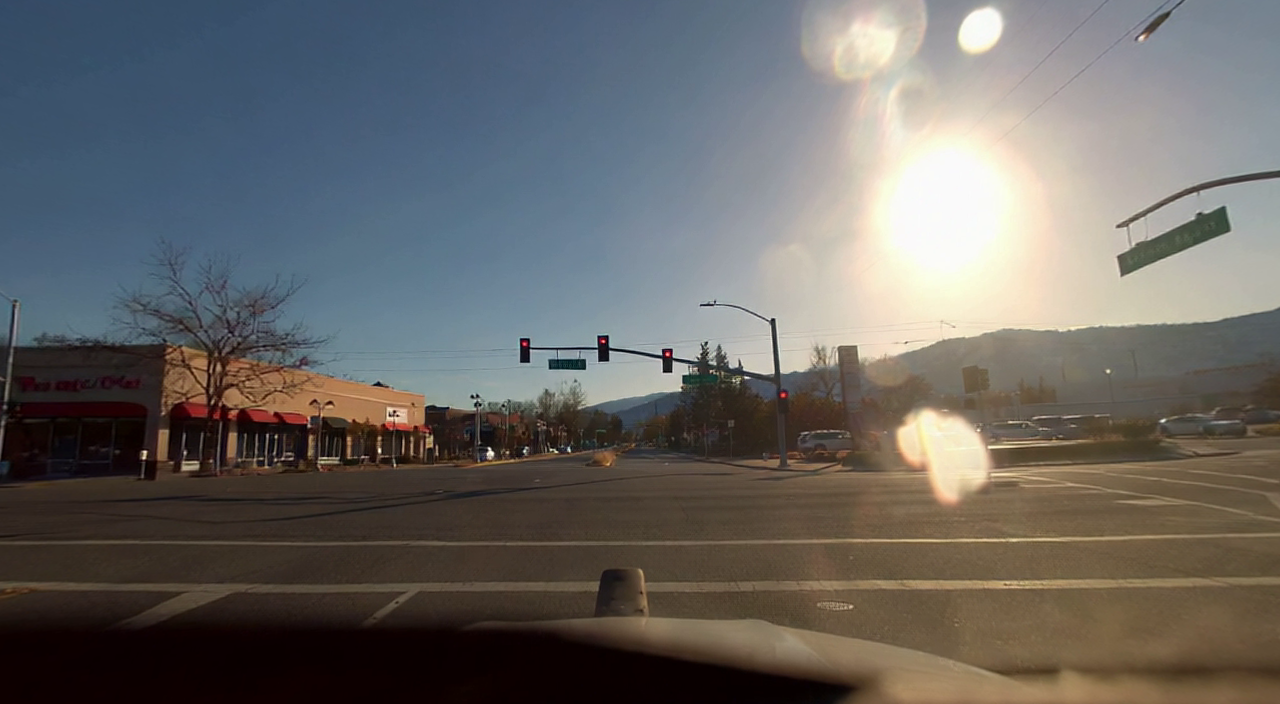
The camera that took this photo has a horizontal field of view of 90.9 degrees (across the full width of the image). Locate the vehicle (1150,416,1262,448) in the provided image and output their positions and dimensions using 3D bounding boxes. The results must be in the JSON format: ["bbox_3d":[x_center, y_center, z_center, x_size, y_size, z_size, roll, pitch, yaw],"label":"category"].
[{"bbox_3d":[28.286,4.077,31.721,1.799,1.459,4.266,0,-8,3],"label":"vehicle"}]
